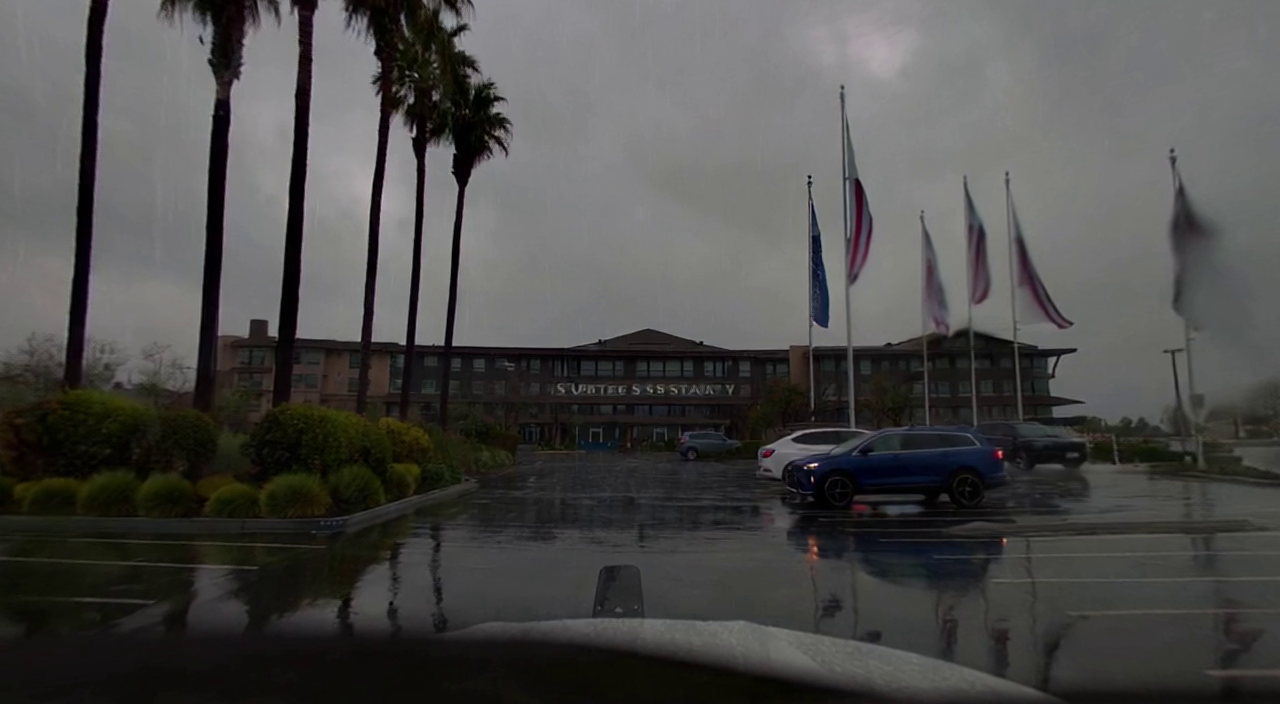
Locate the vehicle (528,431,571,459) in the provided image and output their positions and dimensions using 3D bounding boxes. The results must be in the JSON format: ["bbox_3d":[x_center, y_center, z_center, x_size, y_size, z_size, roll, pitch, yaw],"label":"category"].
[{"bbox_3d":[-6.626,6.805,46.357,1.943,1.890,4.472,-3,-7,8],"label":"vehicle"}]

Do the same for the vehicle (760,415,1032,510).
[{"bbox_3d":[4.887,2.178,12.591,4.567,1.723,1.926,0,-8,0],"label":"vehicle"}]
